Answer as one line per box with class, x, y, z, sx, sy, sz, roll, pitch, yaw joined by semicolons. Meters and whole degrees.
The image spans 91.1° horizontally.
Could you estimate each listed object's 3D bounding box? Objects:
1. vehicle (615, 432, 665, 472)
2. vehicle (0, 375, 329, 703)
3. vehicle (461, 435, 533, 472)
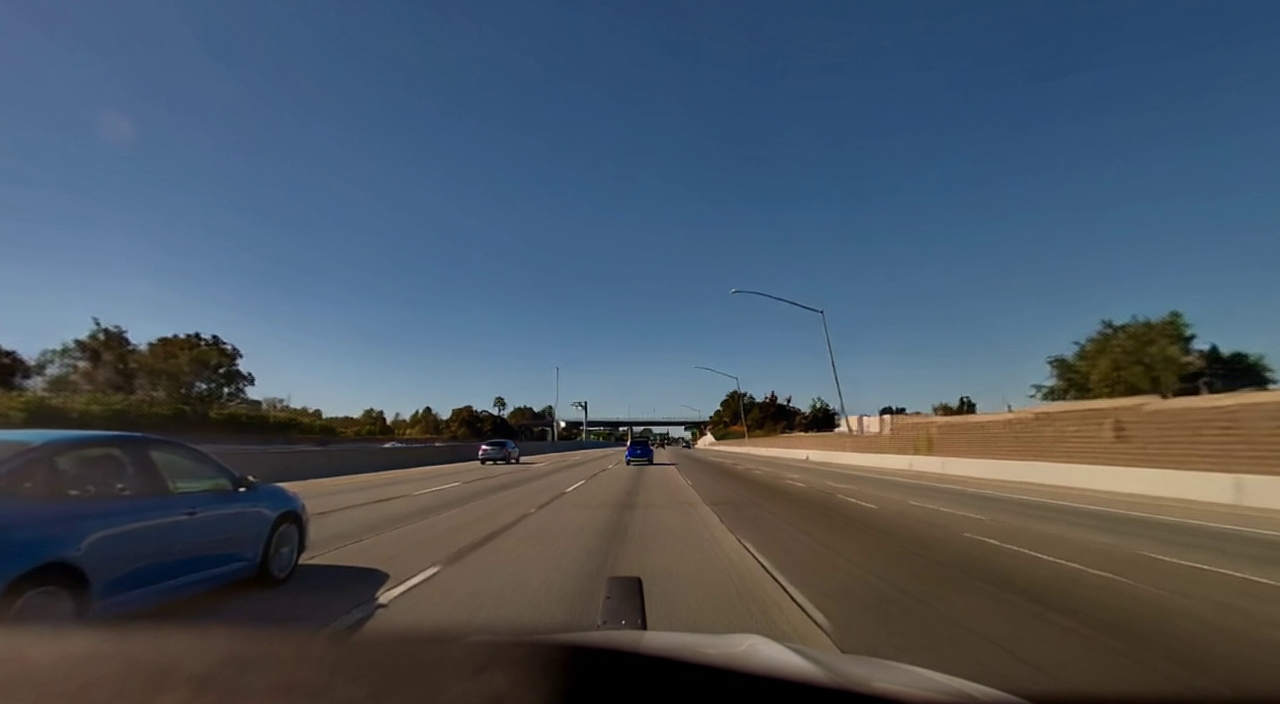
vehicle;0.056;4.638;29.182;2.155;1.690;4.318;0;-8;2
vehicle;-4.179;1.025;3.808;2.124;1.607;4.531;0;-8;2
vehicle;-6.457;4.634;28.947;1.994;1.519;4.668;0;-8;3
